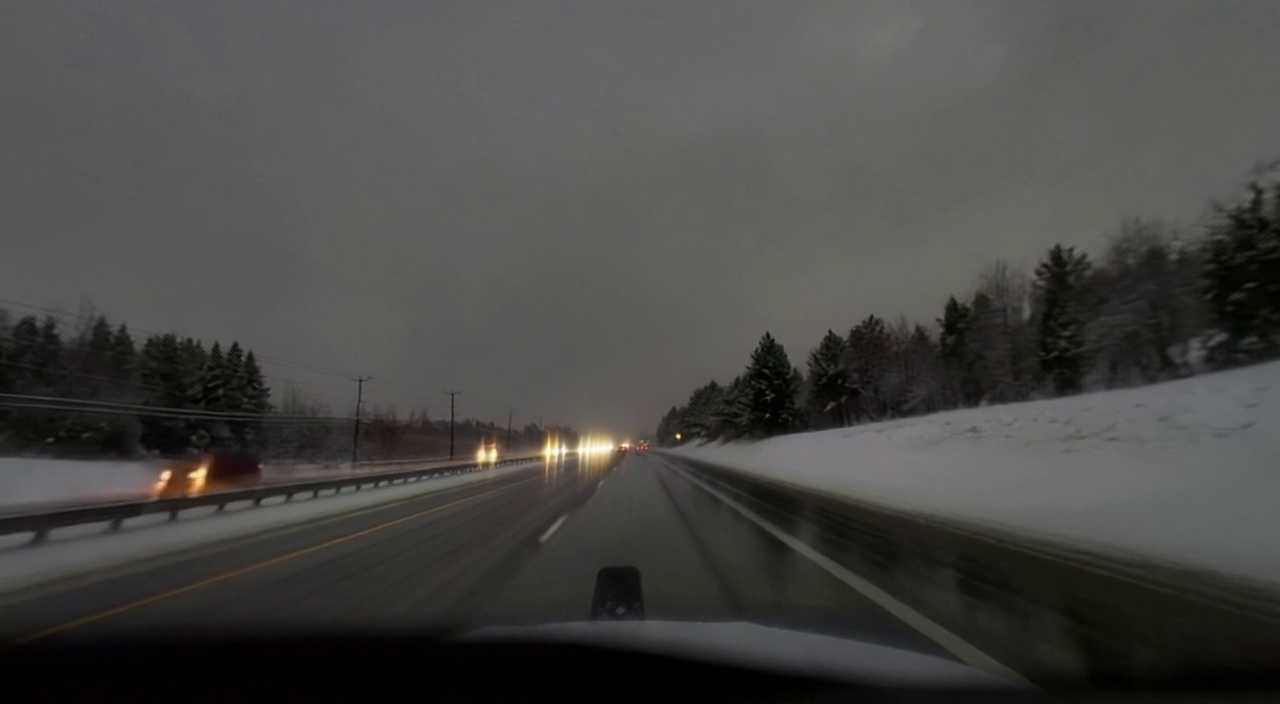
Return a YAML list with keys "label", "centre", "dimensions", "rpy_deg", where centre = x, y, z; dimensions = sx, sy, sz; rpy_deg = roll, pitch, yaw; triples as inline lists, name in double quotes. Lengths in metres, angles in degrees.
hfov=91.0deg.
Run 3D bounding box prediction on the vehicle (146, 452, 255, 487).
- label: "vehicle"
  centre: [-23.225, 6.195, 33.555]
  dimensions: [1.971, 1.668, 5.118]
  rpy_deg: [0, -9, 2]
